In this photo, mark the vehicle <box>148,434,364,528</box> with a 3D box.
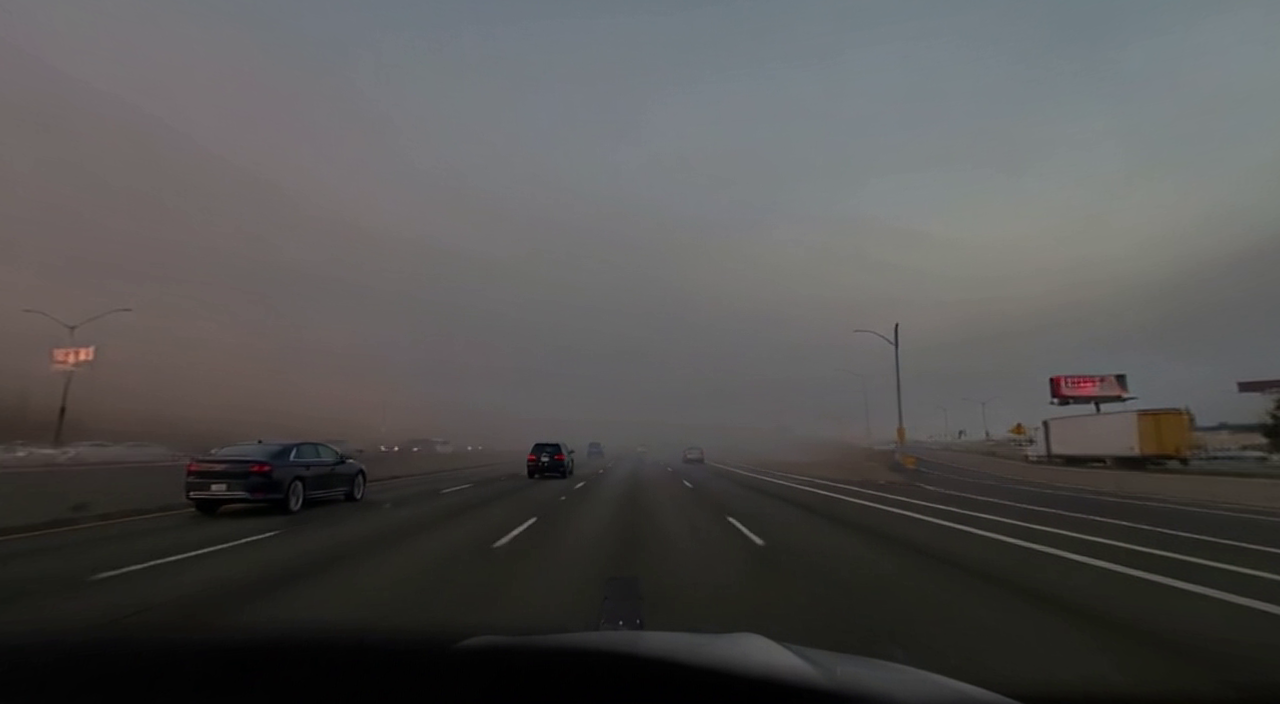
[{"bbox_3d":[-7.190,2.417,12.310,1.865,1.518,3.620,0,-9,1],"label":"vehicle"}]

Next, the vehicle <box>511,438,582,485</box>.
[{"bbox_3d":[-3.416,4.076,23.772,2.001,1.577,4.055,0,-9,1],"label":"vehicle"}]

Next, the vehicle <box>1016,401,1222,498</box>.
[{"bbox_3d":[20.346,4.254,27.762,2.958,3.538,8.761,0,-9,7],"label":"vehicle"}]
